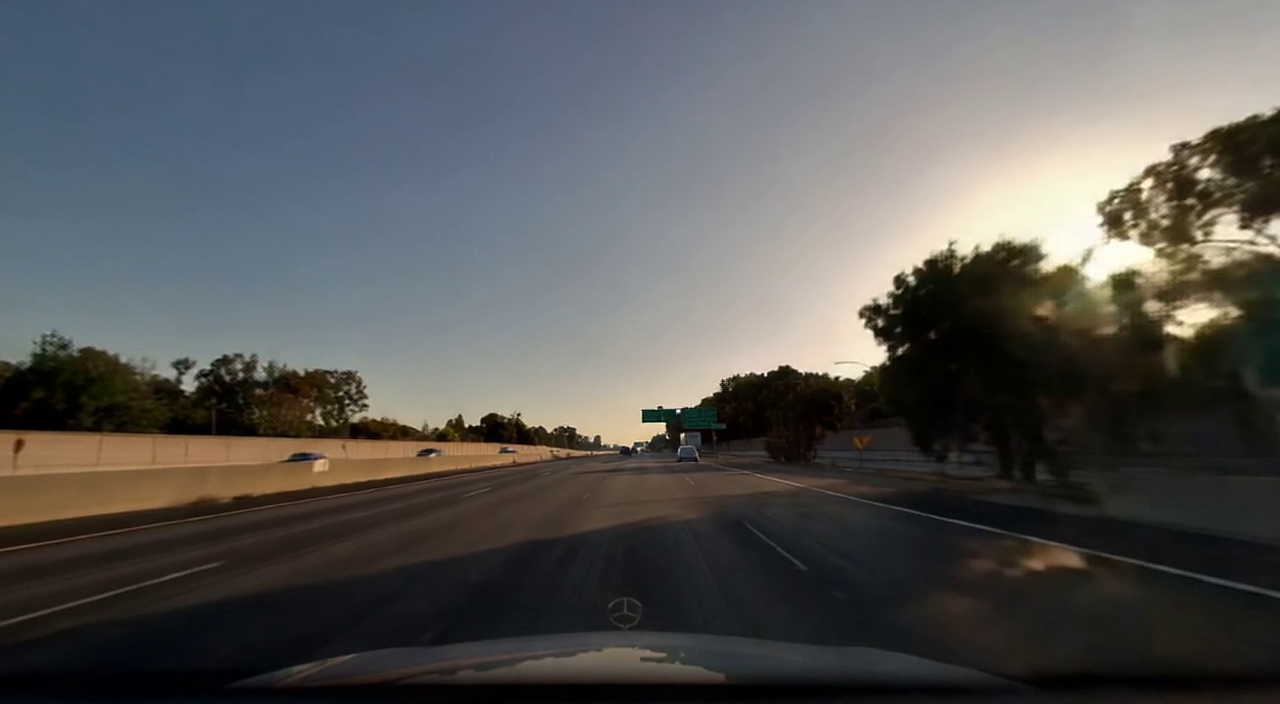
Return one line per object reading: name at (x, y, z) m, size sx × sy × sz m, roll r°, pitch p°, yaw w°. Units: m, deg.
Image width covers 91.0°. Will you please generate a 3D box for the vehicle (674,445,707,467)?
vehicle at (3.653, 7.680, 46.574) m, size 2.033 × 1.501 × 4.398 m, roll 0°, pitch -9°, yaw -1°
